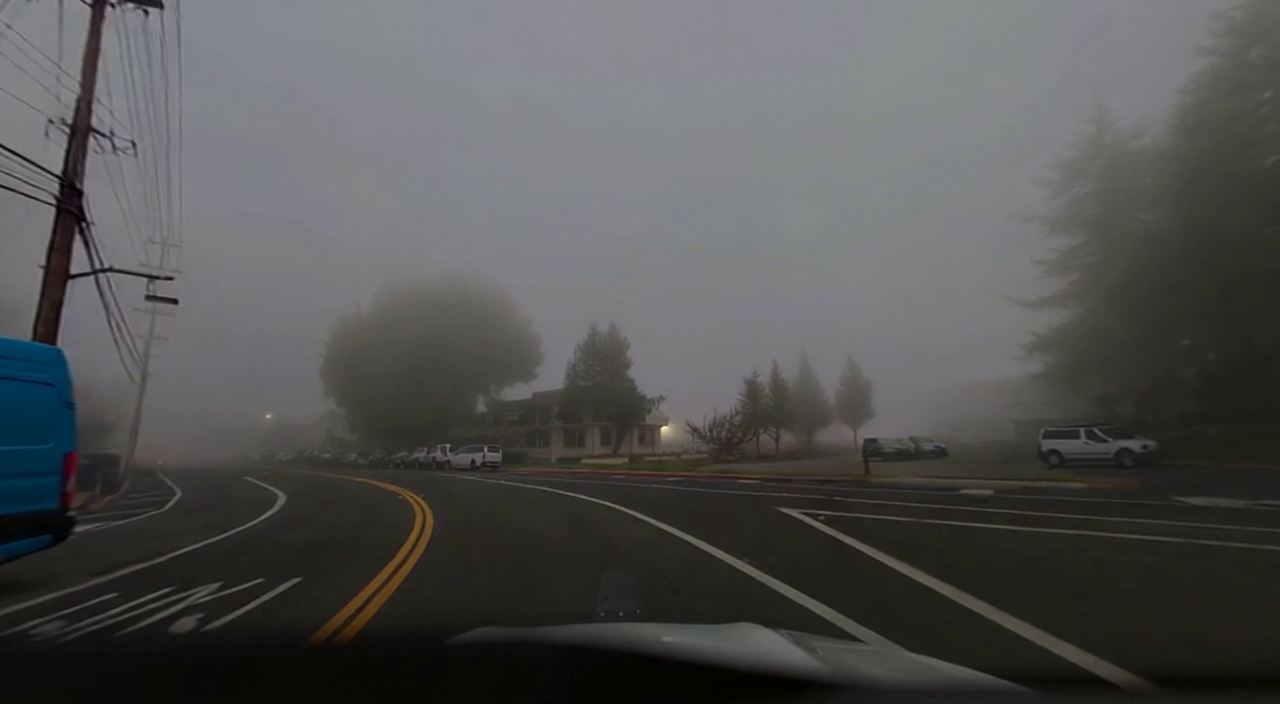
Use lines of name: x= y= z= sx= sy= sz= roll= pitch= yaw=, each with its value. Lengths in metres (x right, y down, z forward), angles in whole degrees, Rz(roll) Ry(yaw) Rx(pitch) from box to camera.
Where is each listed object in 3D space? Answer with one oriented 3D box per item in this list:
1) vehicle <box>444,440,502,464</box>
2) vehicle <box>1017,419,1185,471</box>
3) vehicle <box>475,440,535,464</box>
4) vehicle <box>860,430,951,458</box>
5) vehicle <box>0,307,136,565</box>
vehicle: x=-12.088 y=7.258 z=45.934 sx=2.057 sy=1.564 sz=4.502 roll=-3 pitch=-8 yaw=15
vehicle: x=16.812 y=3.386 z=23.119 sx=4.543 sy=1.744 sz=2.164 roll=0 pitch=-8 yaw=-6
vehicle: x=-9.174 y=6.835 z=43.342 sx=2.074 sy=1.526 sz=4.853 roll=-3 pitch=-8 yaw=15
vehicle: x=15.496 y=5.391 z=36.879 sx=4.454 sy=1.504 sz=1.970 roll=0 pitch=-8 yaw=-5
vehicle: x=-12.014 y=0.924 z=6.813 sx=3.276 sy=3.922 sz=10.384 roll=-2 pitch=-8 yaw=10
